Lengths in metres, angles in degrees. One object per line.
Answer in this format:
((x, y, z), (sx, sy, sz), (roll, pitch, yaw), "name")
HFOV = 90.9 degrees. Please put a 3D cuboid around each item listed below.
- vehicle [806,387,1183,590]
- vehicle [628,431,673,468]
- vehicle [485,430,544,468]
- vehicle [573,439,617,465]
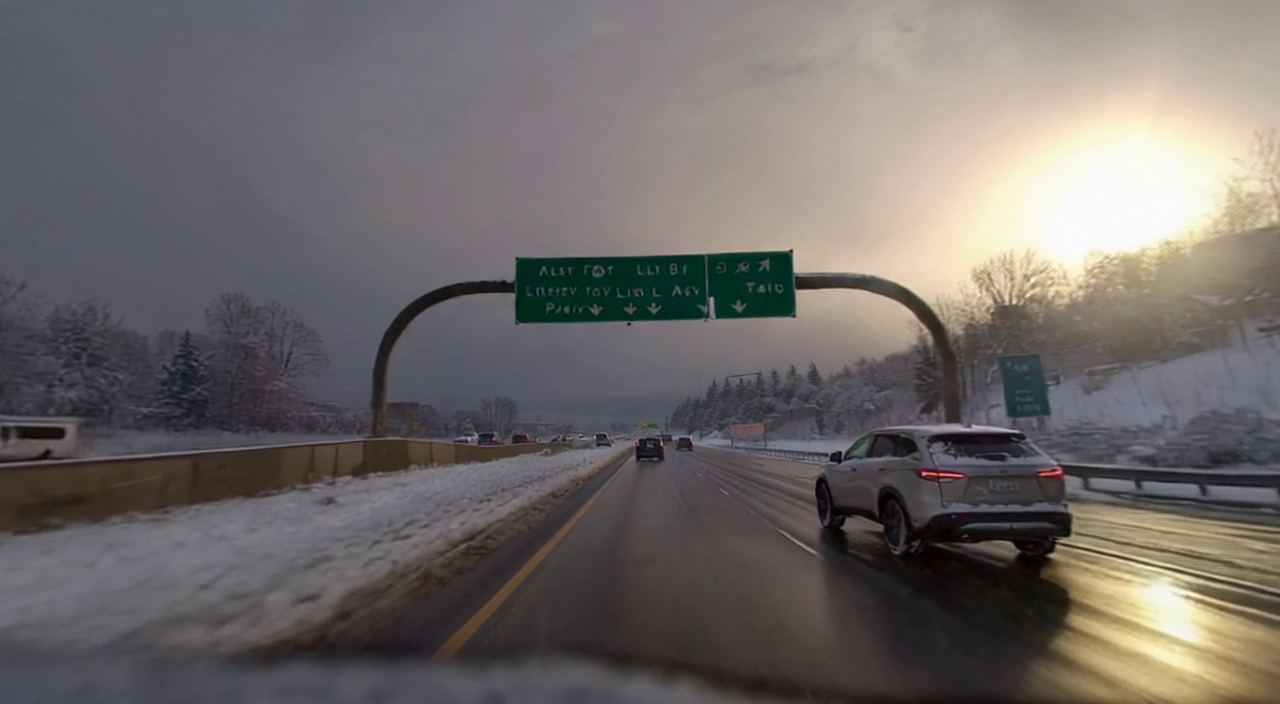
((3.820, 1.563, 8.070), (2.083, 1.823, 4.627), (0, -8, 0), "vehicle")
((0.552, 4.891, 31.857), (2.133, 1.739, 3.925), (0, -8, 2), "vehicle")
((-5.955, 4.676, 30.431), (1.946, 1.688, 4.019), (0, -8, 1), "vehicle")
((-2.512, 5.702, 36.203), (2.205, 1.406, 4.286), (0, -8, 1), "vehicle")
